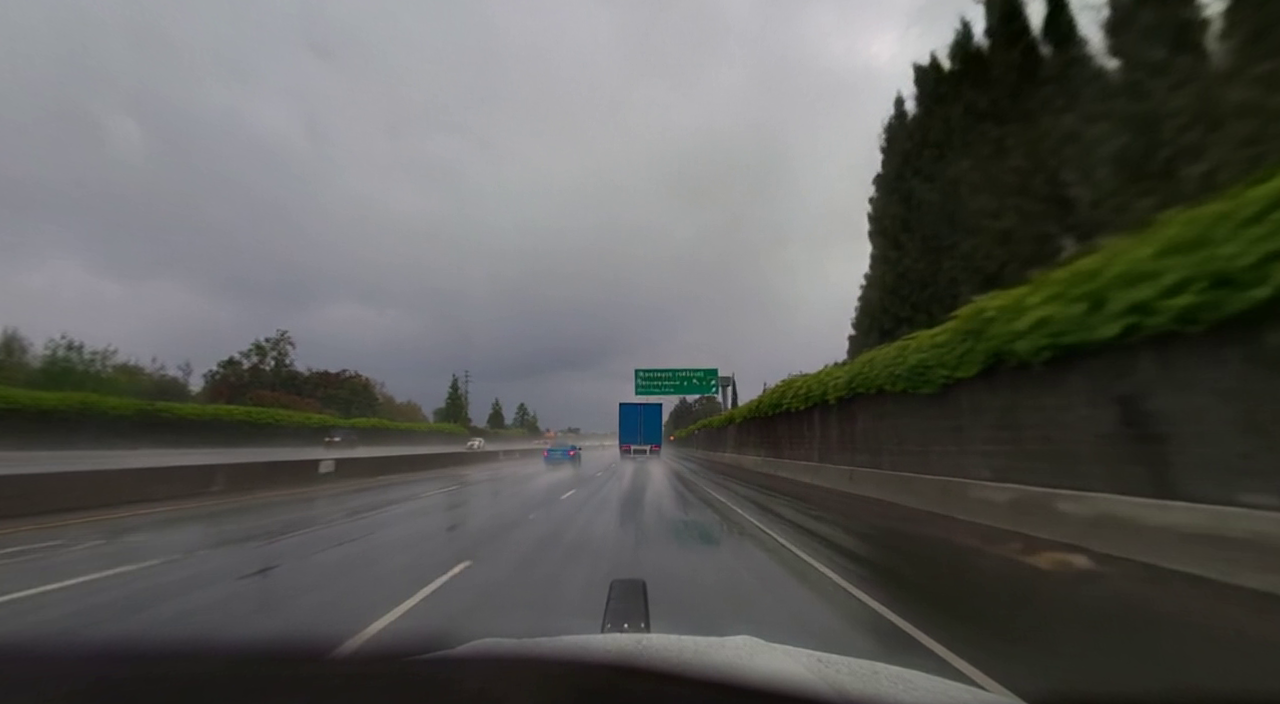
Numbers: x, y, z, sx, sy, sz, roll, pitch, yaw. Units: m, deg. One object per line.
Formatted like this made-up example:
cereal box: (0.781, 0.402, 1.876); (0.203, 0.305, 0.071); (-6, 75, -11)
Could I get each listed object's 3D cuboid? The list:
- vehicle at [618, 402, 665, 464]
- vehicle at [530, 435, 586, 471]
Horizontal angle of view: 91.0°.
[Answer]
vehicle: (0.023, 6.421, 49.059); (3.078, 4.031, 16.069); (0, -8, 0)
vehicle: (-4.049, 5.099, 32.021); (2.186, 1.716, 4.672); (0, -8, 1)
